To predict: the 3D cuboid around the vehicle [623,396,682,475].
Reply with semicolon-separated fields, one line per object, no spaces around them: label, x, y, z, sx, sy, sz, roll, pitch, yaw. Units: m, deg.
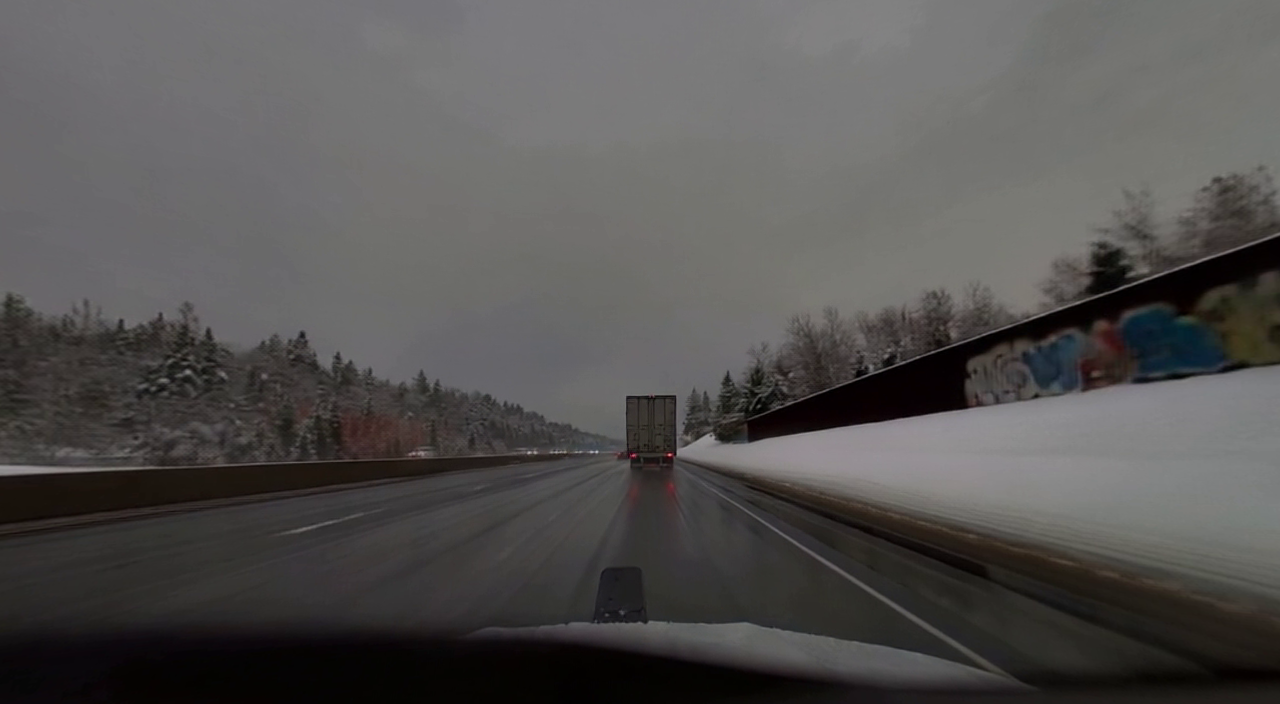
vehicle;0.618;5.111;37.774;2.997;4.069;10.871;0;-9;0
